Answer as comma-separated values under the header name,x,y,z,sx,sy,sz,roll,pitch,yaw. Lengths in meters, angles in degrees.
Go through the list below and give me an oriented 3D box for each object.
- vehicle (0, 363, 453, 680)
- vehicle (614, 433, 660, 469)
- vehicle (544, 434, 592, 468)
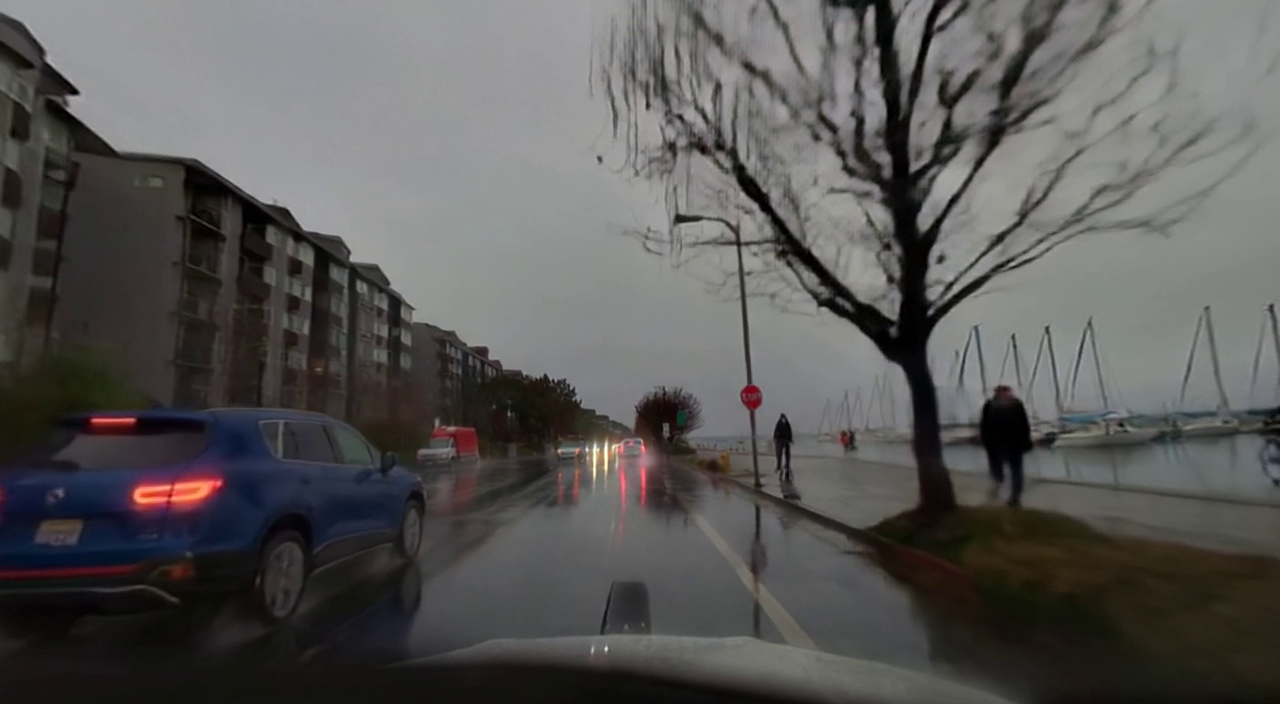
name,x,y,z,sx,sy,sz,roll,pitch,yaw
vehicle,-3.565,1.321,6.060,2.082,1.817,4.724,0,-9,0
vehicle,-0.154,4.768,30.452,2.057,1.624,3.726,0,-9,0
vehicle,-3.760,5.301,33.844,2.056,1.680,4.205,0,-9,0
